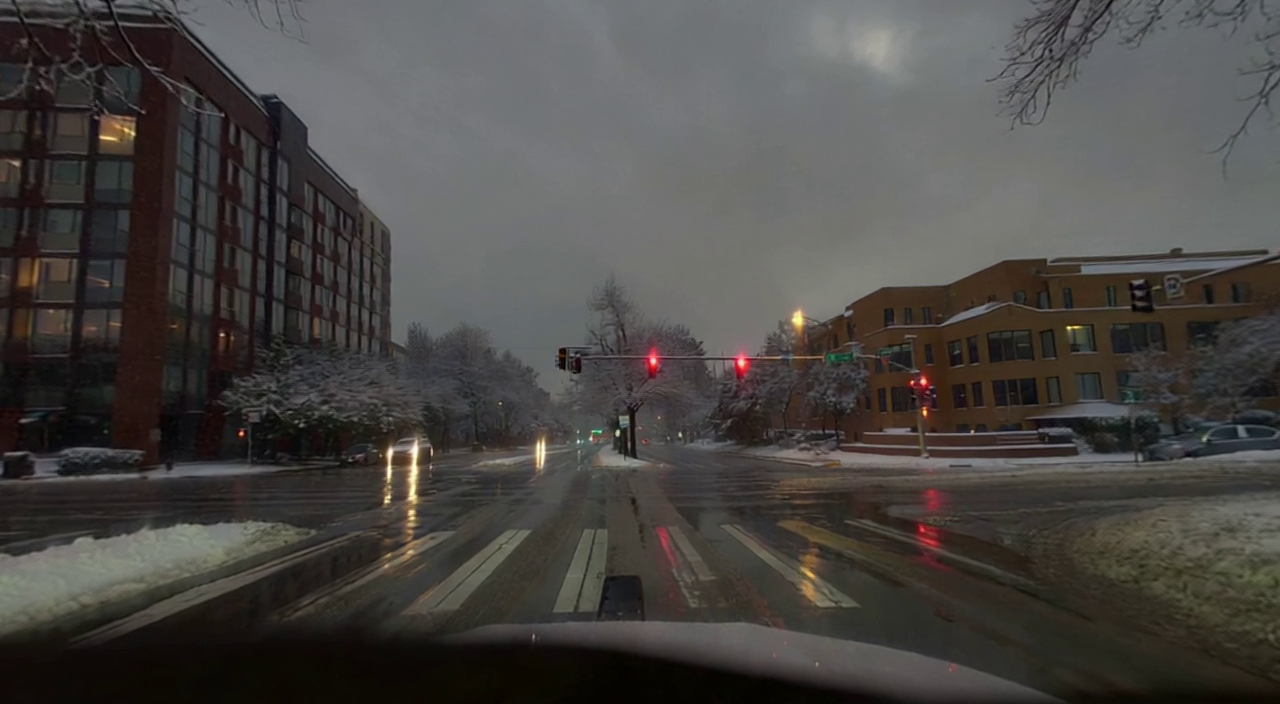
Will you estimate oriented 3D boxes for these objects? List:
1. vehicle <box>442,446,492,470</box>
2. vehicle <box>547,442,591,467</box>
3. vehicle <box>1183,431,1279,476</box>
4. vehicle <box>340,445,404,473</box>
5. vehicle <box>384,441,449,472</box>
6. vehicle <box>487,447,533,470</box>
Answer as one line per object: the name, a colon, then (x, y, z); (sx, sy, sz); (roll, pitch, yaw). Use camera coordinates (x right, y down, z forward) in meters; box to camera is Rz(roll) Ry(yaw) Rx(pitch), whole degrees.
vehicle: (-11.639, 7.150, 42.815); (2.003, 1.476, 4.297); (-1, -9, 2)
vehicle: (-4.531, 6.619, 40.916); (2.109, 1.461, 4.637); (-1, -9, 2)
vehicle: (22.324, 3.565, 22.353); (4.474, 1.477, 1.908); (0, -9, -3)
vehicle: (-18.549, 7.416, 44.086); (2.237, 1.842, 5.116); (0, -9, 0)
vehicle: (-15.135, 7.126, 43.243); (2.340, 1.946, 5.450); (-1, -9, 1)
vehicle: (-8.067, 6.627, 39.541); (1.910, 1.288, 4.093); (-1, -9, 1)
